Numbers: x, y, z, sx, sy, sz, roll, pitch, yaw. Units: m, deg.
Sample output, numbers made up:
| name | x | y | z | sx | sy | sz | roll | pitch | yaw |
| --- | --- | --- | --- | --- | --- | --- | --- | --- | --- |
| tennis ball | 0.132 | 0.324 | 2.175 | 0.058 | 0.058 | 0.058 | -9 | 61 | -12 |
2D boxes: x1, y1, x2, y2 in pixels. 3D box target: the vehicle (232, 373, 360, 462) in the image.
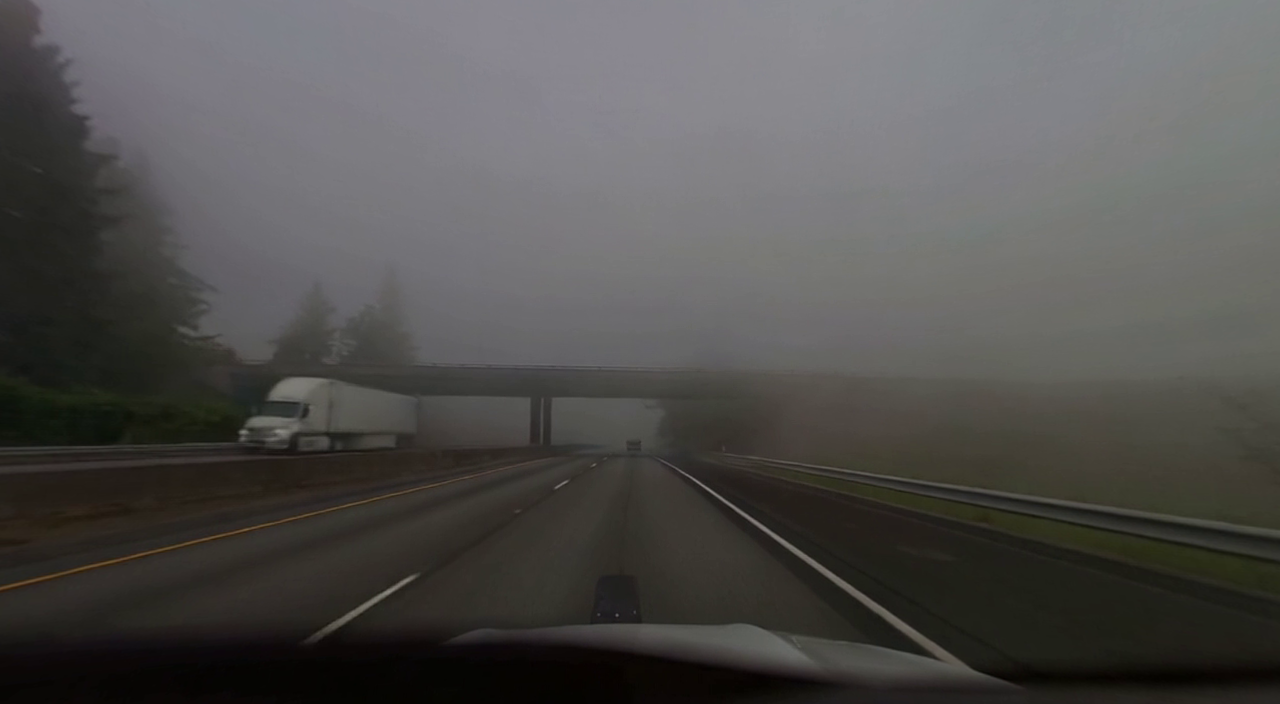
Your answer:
| name | x | y | z | sx | sy | sz | roll | pitch | yaw |
| --- | --- | --- | --- | --- | --- | --- | --- | --- | --- |
| vehicle | -16.955 | 3.381 | 31.635 | 3.020 | 4.024 | 5.914 | 0 | -8 | -1 |
